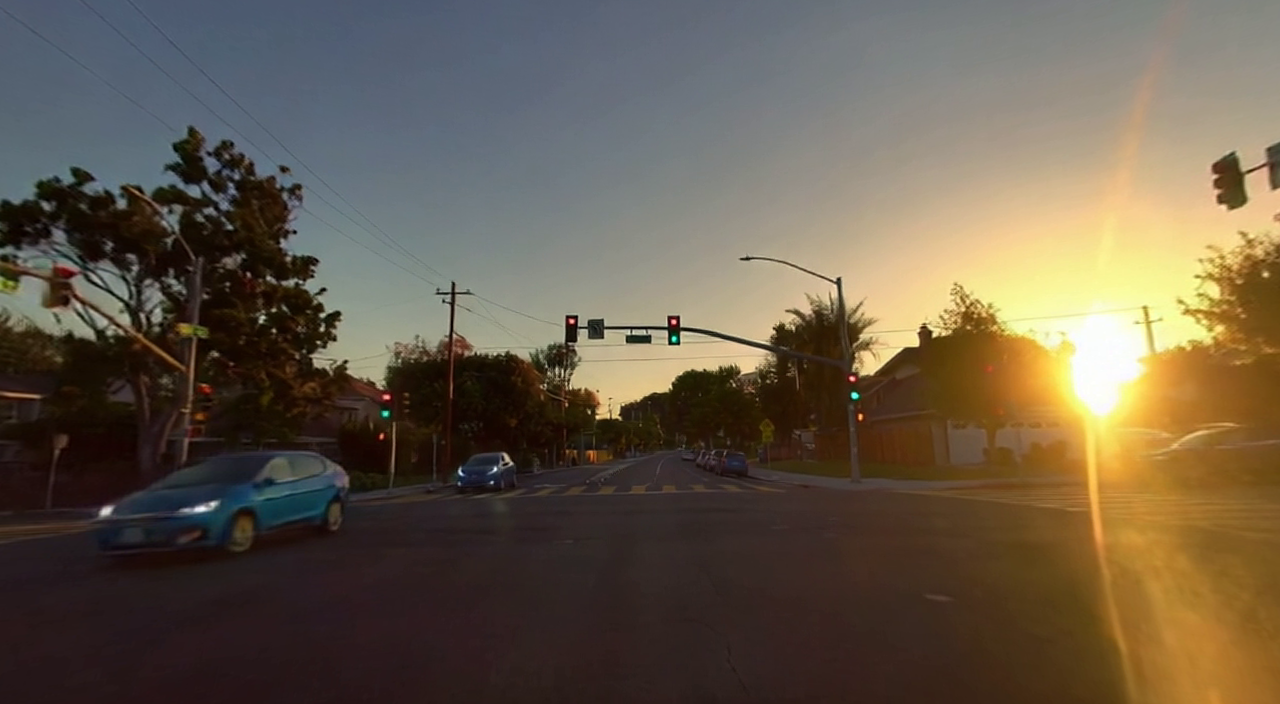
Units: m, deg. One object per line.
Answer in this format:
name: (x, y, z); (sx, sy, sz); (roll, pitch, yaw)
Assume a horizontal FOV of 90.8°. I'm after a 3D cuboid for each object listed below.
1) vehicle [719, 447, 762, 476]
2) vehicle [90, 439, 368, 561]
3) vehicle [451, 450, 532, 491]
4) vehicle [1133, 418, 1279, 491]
vehicle: (5.842, 6.408, 37.212); (1.891, 1.611, 4.269); (0, -8, 1)
vehicle: (-6.713, 2.404, 11.053); (1.982, 1.686, 4.195); (0, -8, 0)
vehicle: (-6.492, 5.230, 28.296); (2.270, 1.605, 4.958); (-1, -8, 2)
vehicle: (15.870, 2.614, 16.239); (4.452, 1.711, 2.186); (0, -8, 1)
